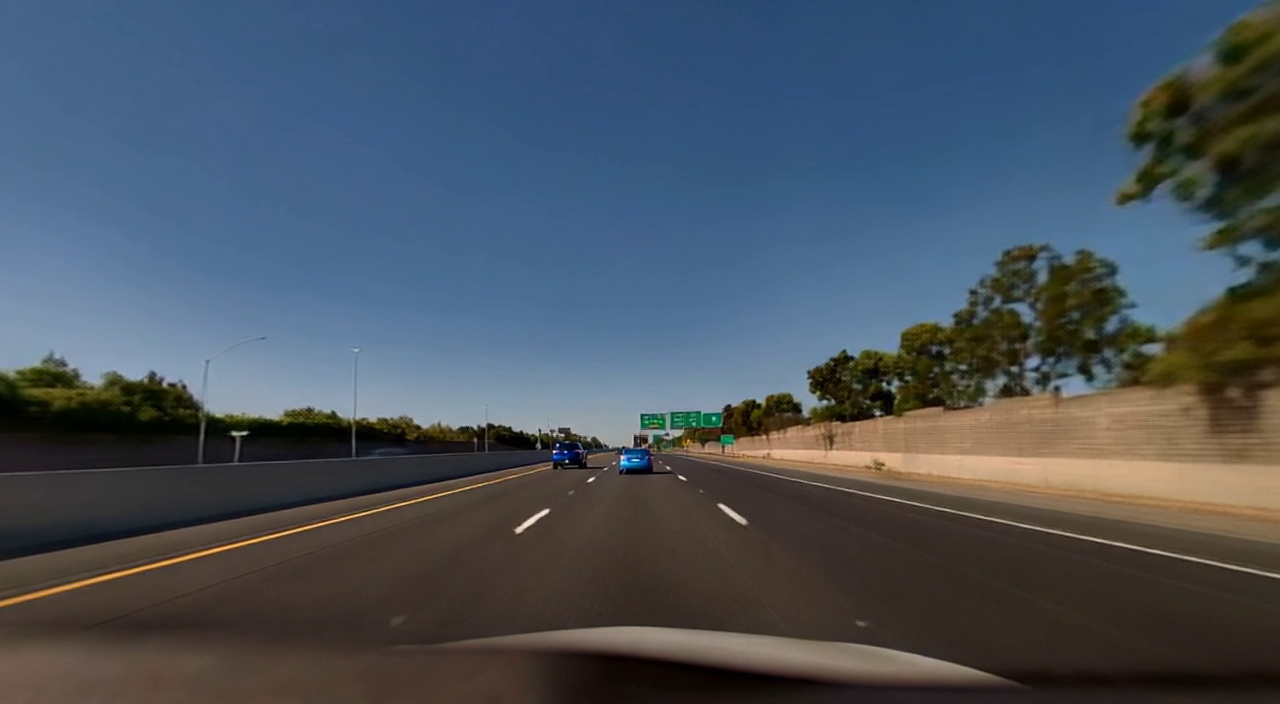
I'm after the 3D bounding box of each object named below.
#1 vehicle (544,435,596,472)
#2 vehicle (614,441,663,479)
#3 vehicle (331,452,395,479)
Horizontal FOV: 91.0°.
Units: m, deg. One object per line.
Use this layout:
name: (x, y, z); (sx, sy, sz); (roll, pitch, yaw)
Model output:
vehicle: (-3.775, 5.568, 34.690); (2.264, 1.901, 4.647); (-1, -9, 1)
vehicle: (-0.065, 4.915, 28.901); (2.086, 1.548, 4.325); (0, -9, 0)
vehicle: (-17.443, 7.145, 39.940); (1.914, 1.595, 4.561); (-1, -9, 1)
